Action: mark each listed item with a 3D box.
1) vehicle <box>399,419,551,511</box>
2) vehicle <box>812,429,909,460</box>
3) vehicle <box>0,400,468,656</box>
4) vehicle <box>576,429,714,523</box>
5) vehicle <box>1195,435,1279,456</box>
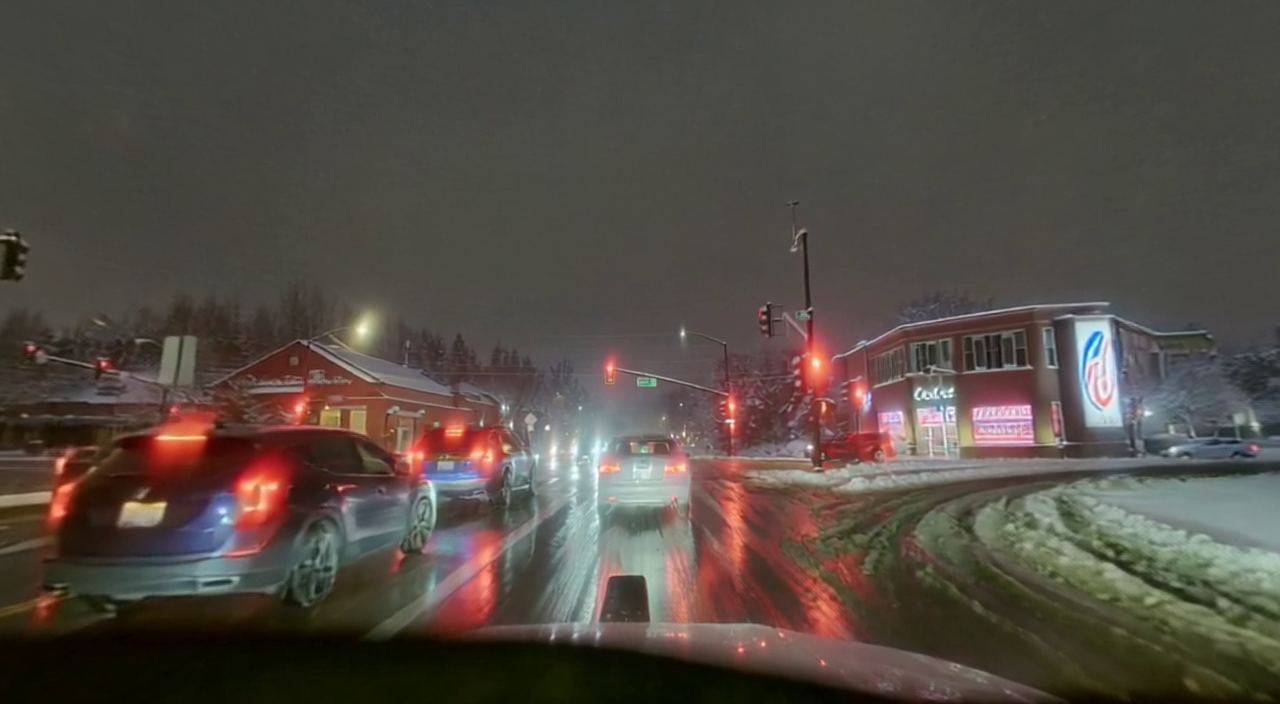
[{"bbox_3d":[-3.386,2.417,13.893,2.009,1.704,4.230,-1,-8,3],"label":"vehicle"},{"bbox_3d":[13.059,5.489,37.560,5.032,1.762,1.982,0,-8,0],"label":"vehicle"},{"bbox_3d":[-3.310,1.378,6.032,2.029,1.517,4.375,0,-8,1],"label":"vehicle"},{"bbox_3d":[0.169,2.316,12.392,2.258,1.507,3.896,-1,-8,3],"label":"vehicle"},{"bbox_3d":[43.660,6.814,45.983,4.582,1.442,1.860,0,-8,-2],"label":"vehicle"}]
